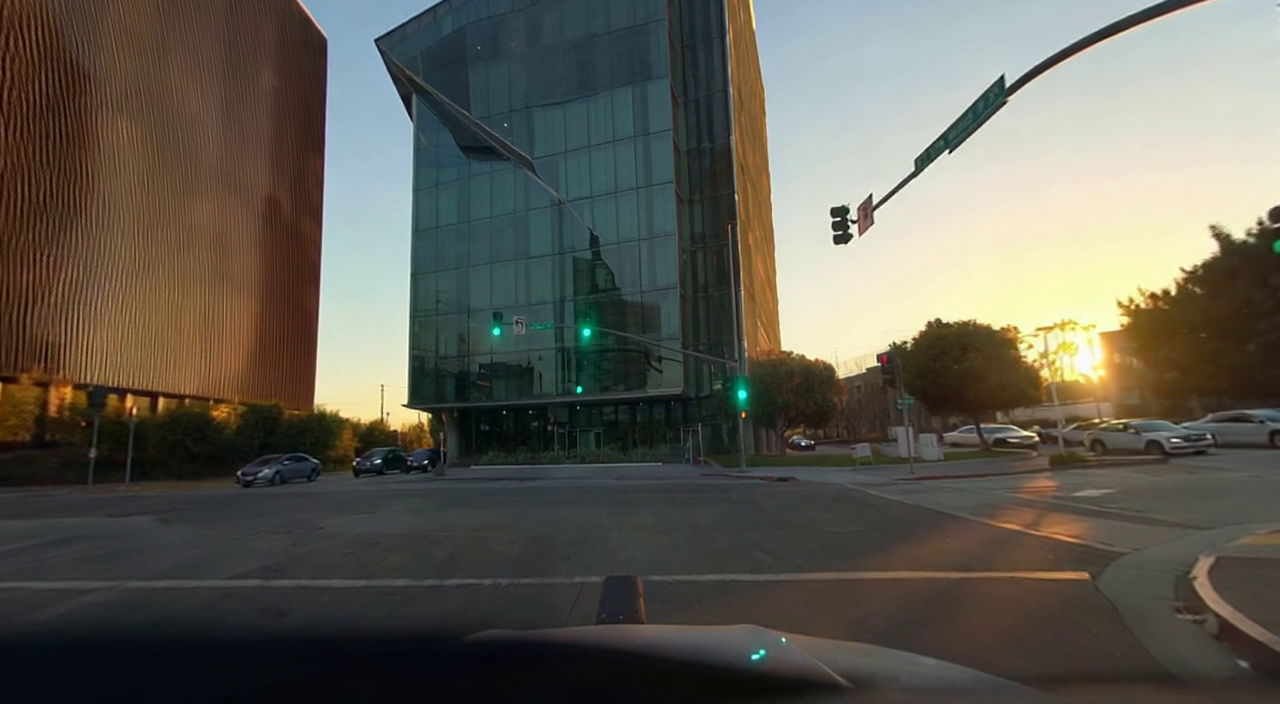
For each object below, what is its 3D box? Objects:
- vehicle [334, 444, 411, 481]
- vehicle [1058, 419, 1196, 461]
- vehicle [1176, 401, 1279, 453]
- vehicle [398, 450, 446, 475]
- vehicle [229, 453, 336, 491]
[{"bbox_3d":[-14.866,6.136,35.369,2.091,1.915,5.040,0,-9,0],"label":"vehicle"},{"bbox_3d":[19.079,3.509,24.975,1.834,1.480,4.458,1,-9,-1],"label":"vehicle"},{"bbox_3d":[24.391,2.993,24.713,2.109,1.836,5.080,-2,-10,-1],"label":"vehicle"},{"bbox_3d":[-15.152,7.649,43.957,1.932,1.605,4.146,0,-9,-1],"label":"vehicle"},{"bbox_3d":[-14.892,4.989,26.547,1.790,1.437,4.349,0,-9,2],"label":"vehicle"}]
